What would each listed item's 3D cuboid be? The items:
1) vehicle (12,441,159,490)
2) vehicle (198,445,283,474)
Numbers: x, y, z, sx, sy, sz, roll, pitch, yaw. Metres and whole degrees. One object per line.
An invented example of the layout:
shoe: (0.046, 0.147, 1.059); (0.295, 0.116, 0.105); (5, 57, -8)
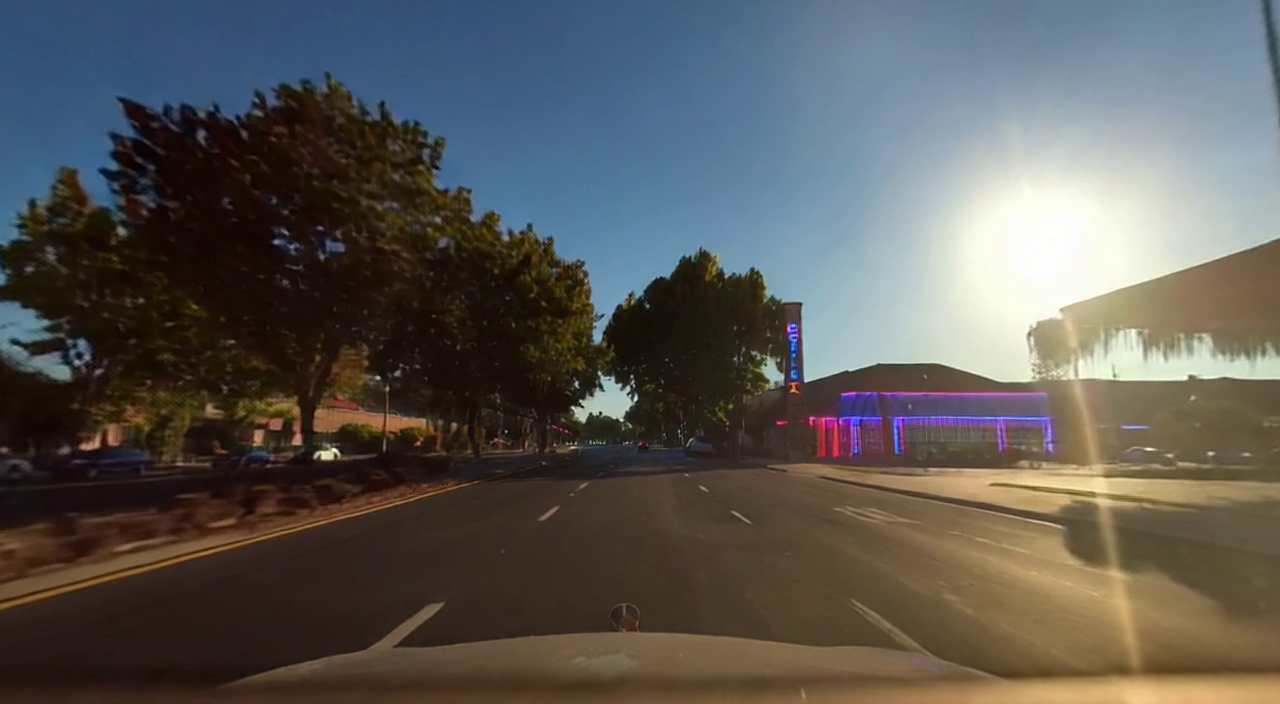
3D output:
vehicle: (-22.522, 4.632, 25.942); (1.902, 1.609, 4.689); (-6, -9, -1)
vehicle: (-22.513, 6.061, 35.809); (1.771, 1.524, 4.592); (-1, -8, 1)
